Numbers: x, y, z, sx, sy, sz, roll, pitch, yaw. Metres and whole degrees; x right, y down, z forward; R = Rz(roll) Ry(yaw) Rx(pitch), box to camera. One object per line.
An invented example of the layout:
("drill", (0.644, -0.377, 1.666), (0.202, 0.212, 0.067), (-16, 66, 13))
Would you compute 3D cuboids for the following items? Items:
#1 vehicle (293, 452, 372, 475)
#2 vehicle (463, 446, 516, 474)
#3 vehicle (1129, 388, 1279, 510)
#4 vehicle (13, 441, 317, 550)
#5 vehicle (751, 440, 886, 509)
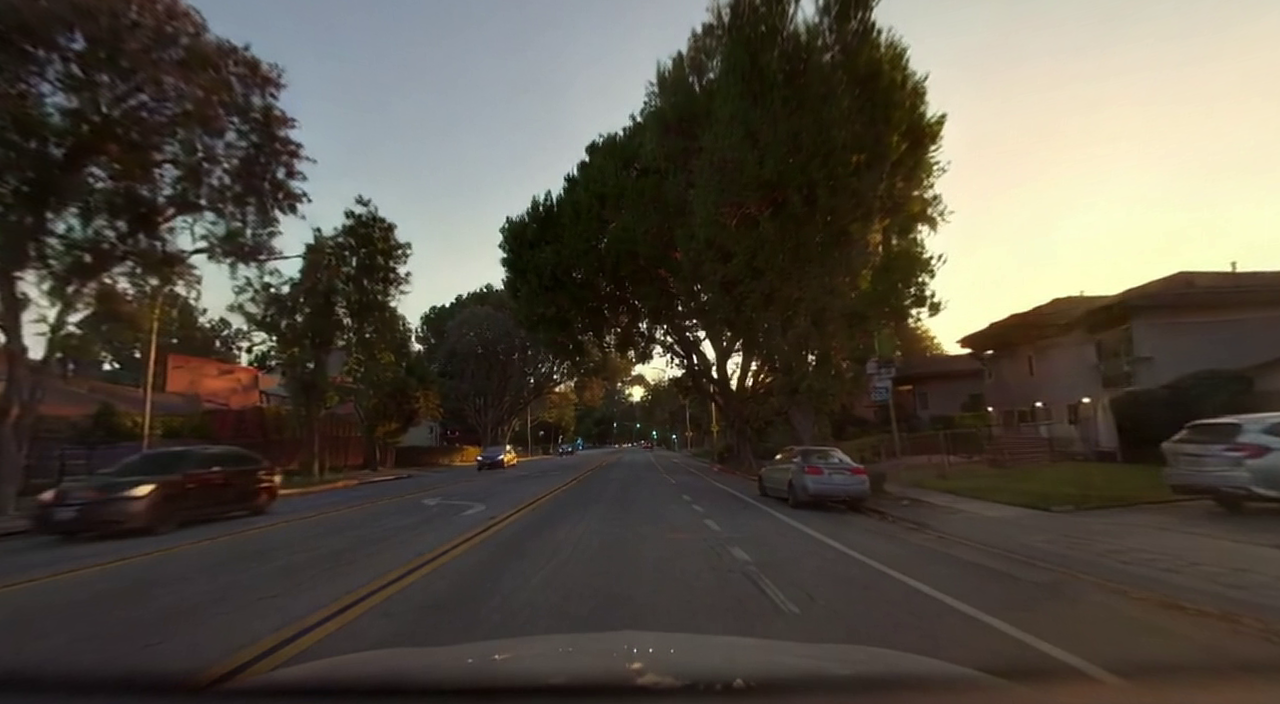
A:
("vehicle", (-21.338, 7.747, 43.978), (4.551, 1.473, 1.855), (0, -8, -3))
("vehicle", (-8.637, 6.218, 36.650), (1.920, 1.516, 4.311), (0, -8, 1))
("vehicle", (10.874, 1.507, 10.025), (4.615, 1.705, 1.979), (0, -8, -4))
("vehicle", (-8.242, 2.476, 11.728), (2.005, 1.589, 4.648), (0, -8, 0))
("vehicle", (4.234, 2.960, 15.885), (2.011, 1.458, 4.633), (0, -8, 0))
